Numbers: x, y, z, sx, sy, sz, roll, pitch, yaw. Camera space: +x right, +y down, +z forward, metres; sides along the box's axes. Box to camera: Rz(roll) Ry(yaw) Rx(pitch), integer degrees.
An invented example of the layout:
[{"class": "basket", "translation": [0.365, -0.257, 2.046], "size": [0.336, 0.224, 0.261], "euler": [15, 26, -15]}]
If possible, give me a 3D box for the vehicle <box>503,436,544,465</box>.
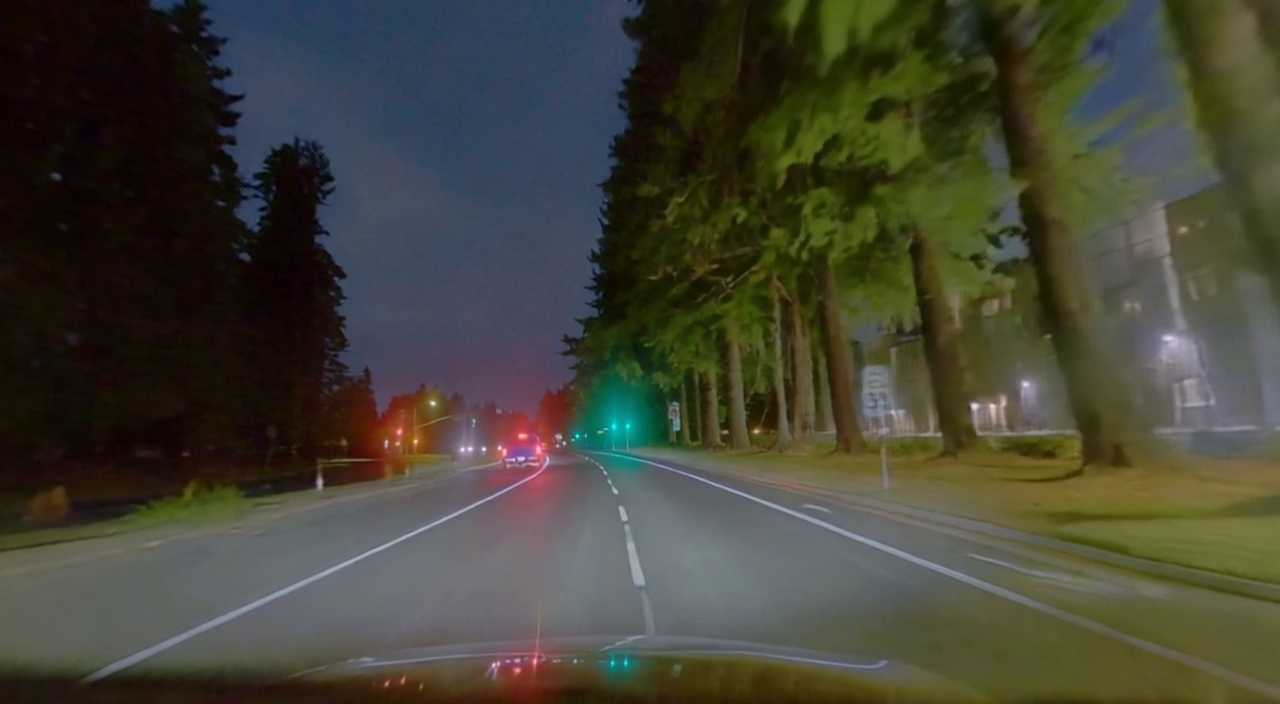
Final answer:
[{"class": "vehicle", "translation": [-8.130, 6.969, 44.768], "size": [2.267, 1.849, 6.402], "euler": [1, -9, -5]}]
